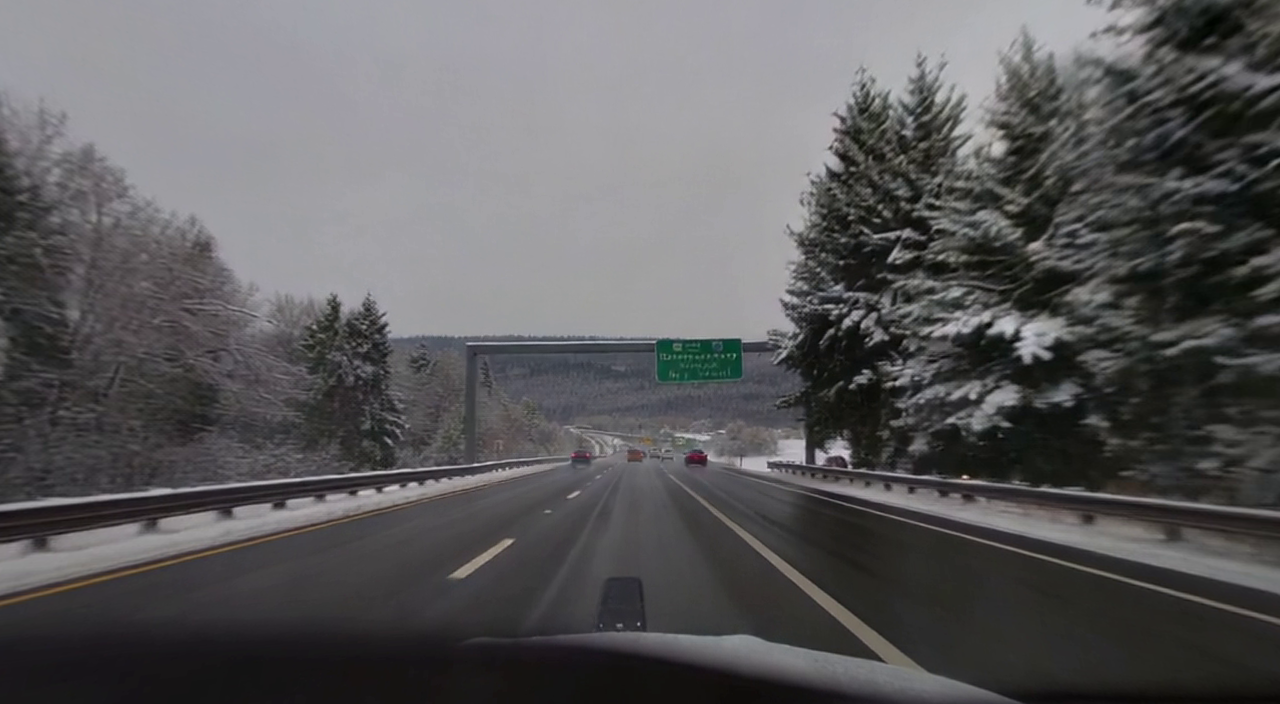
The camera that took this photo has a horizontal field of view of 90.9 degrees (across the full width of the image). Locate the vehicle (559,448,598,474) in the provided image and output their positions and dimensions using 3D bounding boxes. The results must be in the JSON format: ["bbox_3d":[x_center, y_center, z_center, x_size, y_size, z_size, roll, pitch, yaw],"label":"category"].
[{"bbox_3d":[-3.604,6.477,37.681,1.955,1.468,3.637,0,-9,0],"label":"vehicle"}]

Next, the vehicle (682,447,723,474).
[{"bbox_3d":[3.660,6.458,37.687,2.019,1.475,4.301,0,-9,0],"label":"vehicle"}]
